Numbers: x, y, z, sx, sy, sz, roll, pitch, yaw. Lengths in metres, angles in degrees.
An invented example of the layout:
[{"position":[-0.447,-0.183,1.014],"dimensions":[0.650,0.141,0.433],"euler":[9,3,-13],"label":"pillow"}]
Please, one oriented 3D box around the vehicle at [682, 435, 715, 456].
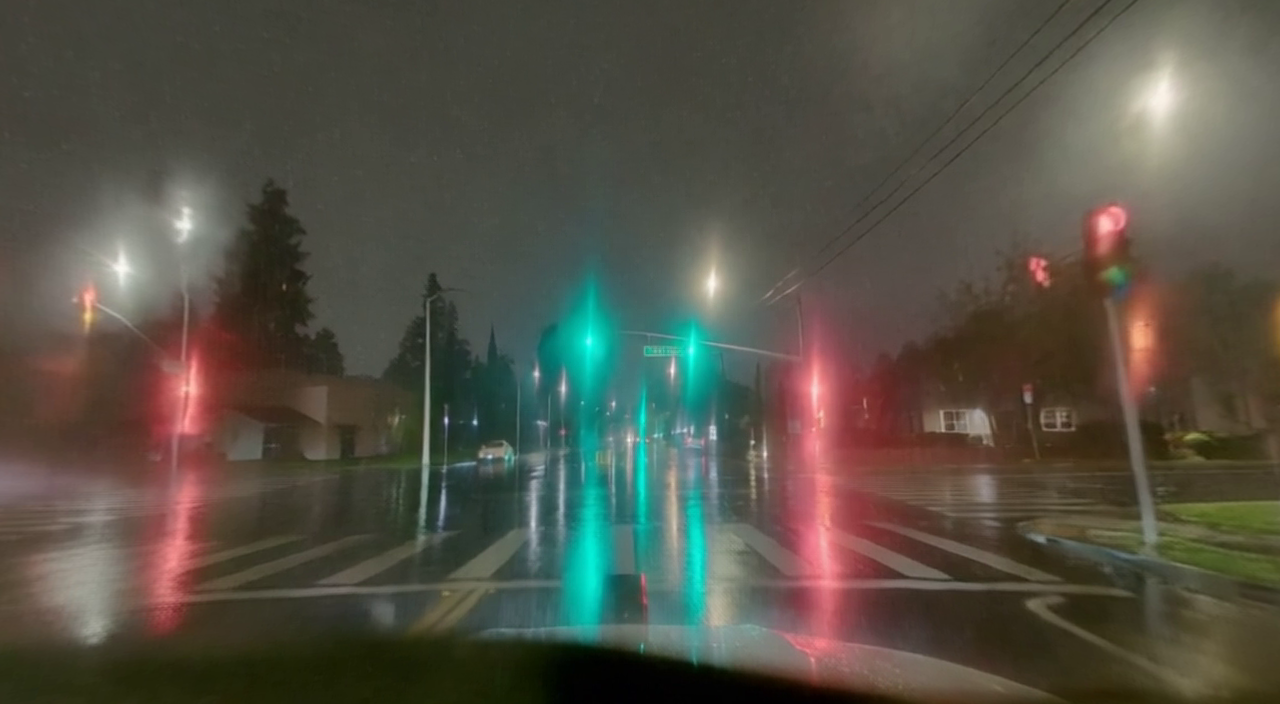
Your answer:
[{"position":[4.146,6.731,45.472],"dimensions":[1.987,1.466,4.389],"euler":[0,-8,1],"label":"vehicle"}]
